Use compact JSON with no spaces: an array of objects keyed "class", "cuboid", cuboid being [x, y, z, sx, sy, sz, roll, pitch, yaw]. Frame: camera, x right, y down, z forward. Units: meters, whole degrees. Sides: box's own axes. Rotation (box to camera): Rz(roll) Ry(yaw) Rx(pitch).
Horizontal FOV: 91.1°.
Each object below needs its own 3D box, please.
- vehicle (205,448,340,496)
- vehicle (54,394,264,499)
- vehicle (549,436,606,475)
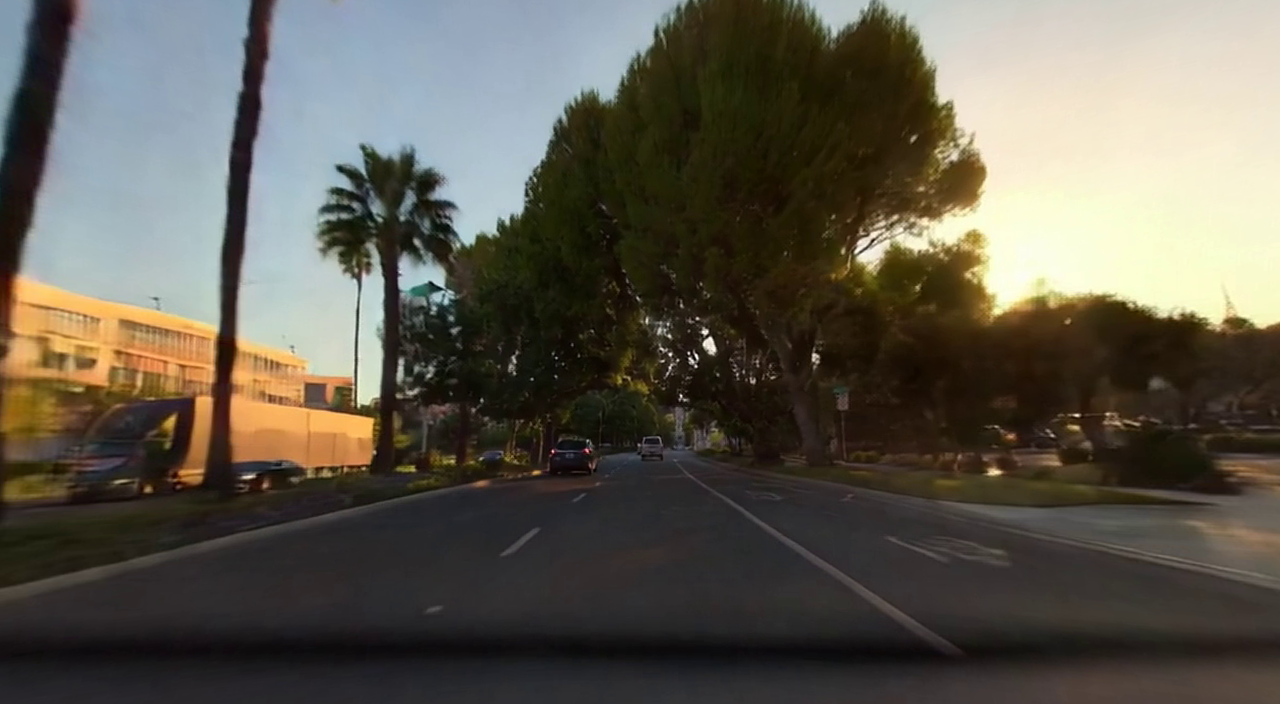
[{"class":"vehicle","cuboid":[-16.075,5.257,27.998,2.402,1.844,5.766,0,-8,2]},{"class":"vehicle","cuboid":[-20.799,4.288,27.958,3.298,4.031,7.060,0,-10,3]},{"class":"vehicle","cuboid":[-3.100,5.246,31.990,2.188,1.819,4.667,-1,-8,3]}]
